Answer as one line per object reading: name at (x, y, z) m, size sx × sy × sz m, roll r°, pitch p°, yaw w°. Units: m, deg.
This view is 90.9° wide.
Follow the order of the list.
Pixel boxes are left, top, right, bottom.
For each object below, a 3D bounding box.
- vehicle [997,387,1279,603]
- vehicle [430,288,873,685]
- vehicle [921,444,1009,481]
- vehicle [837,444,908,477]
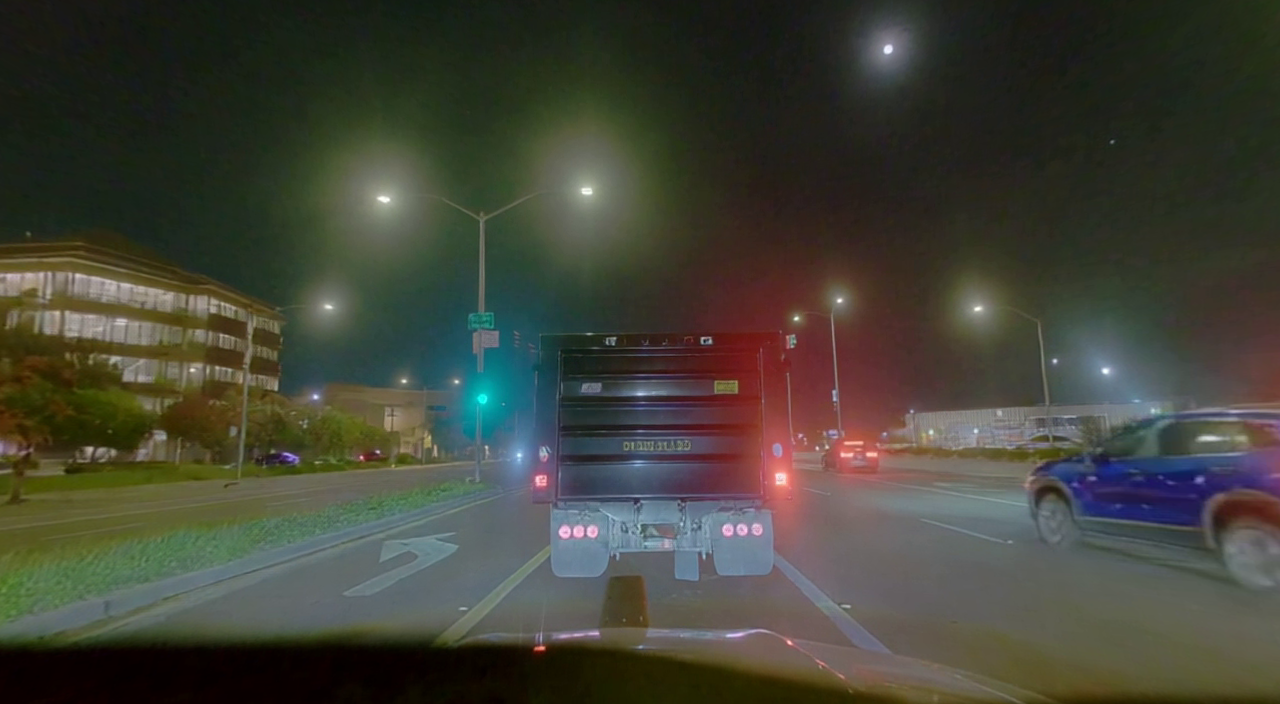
vehicle at (6.703, 1.484, 7.221) m, size 2.363 × 1.825 × 4.989 m, roll -1°, pitch -8°, yaw 1°
vehicle at (0.213, 1.297, 7.402) m, size 2.650 × 2.391 × 7.008 m, roll -1°, pitch -8°, yaw 3°
vehicle at (14.159, 4.805, 27.755) m, size 1.777 × 1.488 × 4.081 m, roll -1°, pitch -8°, yaw 1°
vehicle at (11.013, 5.144, 30.173) m, size 1.907 × 1.465 × 4.077 m, roll -1°, pitch -8°, yaw 1°
